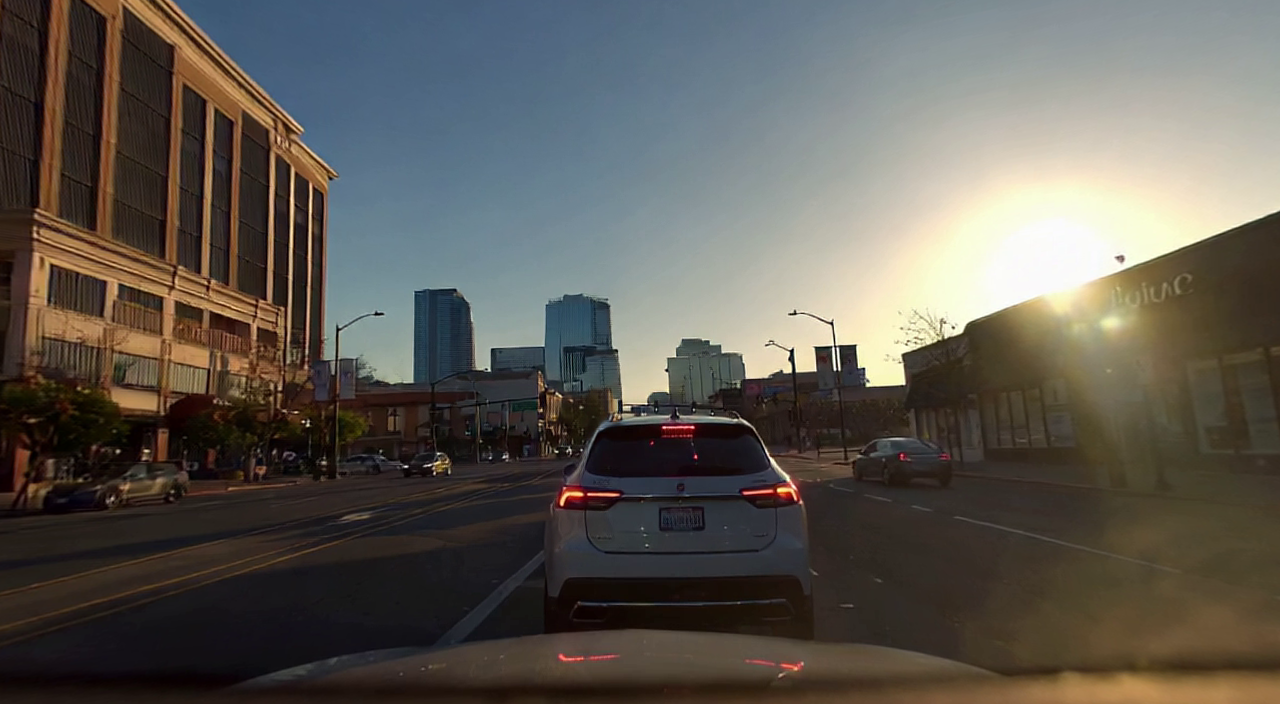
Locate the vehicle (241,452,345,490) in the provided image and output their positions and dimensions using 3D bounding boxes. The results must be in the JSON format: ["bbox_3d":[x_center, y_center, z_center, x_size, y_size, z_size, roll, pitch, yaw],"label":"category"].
[{"bbox_3d":[-17.093,5.857,31.377,1.981,1.659,4.608,-2,-8,10],"label":"vehicle"}]

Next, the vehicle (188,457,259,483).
[{"bbox_3d":[-27.883,7.874,42.379,1.861,1.578,4.152,0,-8,1],"label":"vehicle"}]

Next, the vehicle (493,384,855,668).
[{"bbox_3d":[0.203,1.309,5.739,2.125,1.669,3.880,0,-8,0],"label":"vehicle"}]

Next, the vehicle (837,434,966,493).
[{"bbox_3d":[7.286,3.129,18.104,1.914,1.470,4.213,0,-8,0],"label":"vehicle"}]

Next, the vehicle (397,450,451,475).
[{"bbox_3d":[-13.605,6.979,39.963,1.991,1.486,3.844,0,-8,1],"label":"vehicle"}]

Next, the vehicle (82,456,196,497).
[{"bbox_3d":[-25.845,6.401,32.783,2.026,1.808,4.835,0,-8,-2],"label":"vehicle"}]

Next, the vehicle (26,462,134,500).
[{"bbox_3d":[-28.640,6.603,32.440,2.018,1.716,4.042,-1,-10,-5],"label":"vehicle"}]
